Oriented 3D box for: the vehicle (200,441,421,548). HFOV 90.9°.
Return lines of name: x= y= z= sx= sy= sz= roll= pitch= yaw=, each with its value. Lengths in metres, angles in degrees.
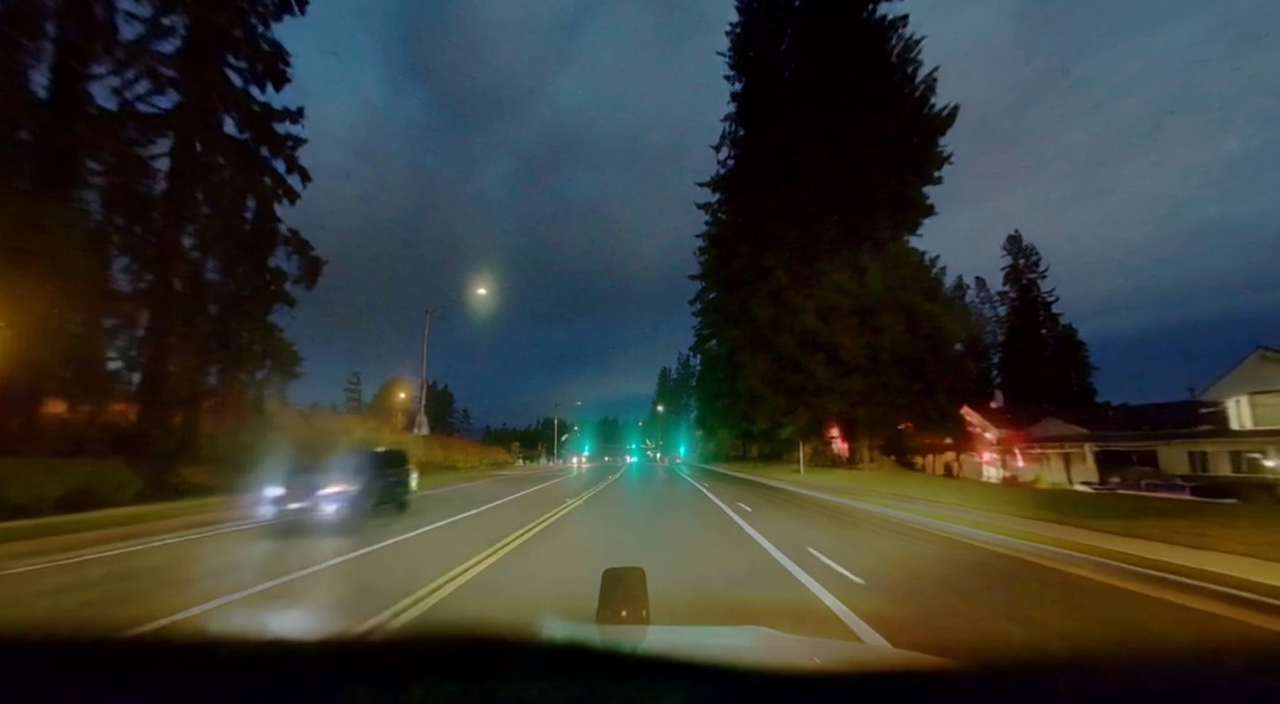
vehicle: x=-5.508 y=2.376 z=11.222 sx=1.816 sy=1.543 sz=3.931 roll=0 pitch=-8 yaw=0
